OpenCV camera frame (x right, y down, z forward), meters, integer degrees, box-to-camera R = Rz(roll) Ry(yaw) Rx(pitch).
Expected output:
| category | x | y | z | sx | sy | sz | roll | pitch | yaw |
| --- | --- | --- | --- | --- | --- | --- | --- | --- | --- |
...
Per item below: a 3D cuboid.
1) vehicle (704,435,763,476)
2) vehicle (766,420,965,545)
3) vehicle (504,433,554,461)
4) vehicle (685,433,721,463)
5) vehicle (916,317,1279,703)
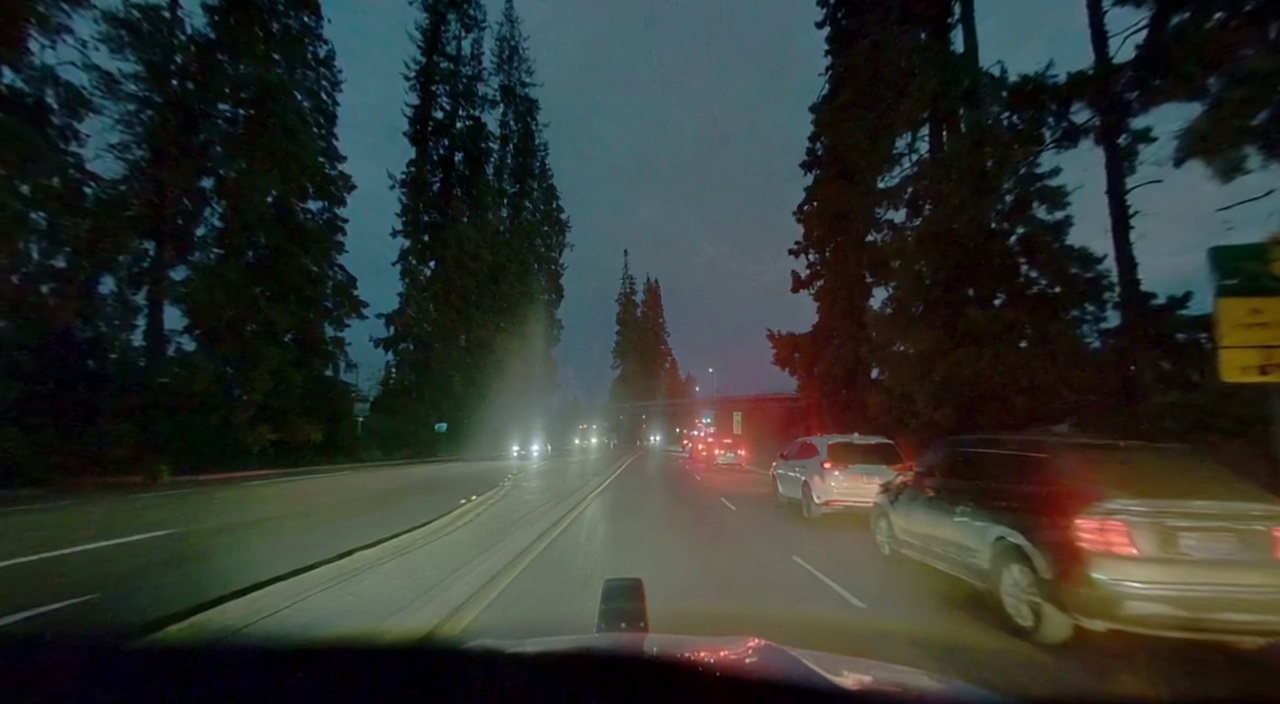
| category | x | y | z | sx | sy | sz | roll | pitch | yaw |
| --- | --- | --- | --- | --- | --- | --- | --- | --- | --- |
| vehicle | 4.066 | 4.573 | 28.142 | 1.972 | 1.682 | 4.397 | 0 | -8 | 0 |
| vehicle | 3.526 | 2.104 | 10.824 | 1.868 | 1.694 | 4.184 | 0 | -8 | 0 |
| vehicle | -6.193 | 5.382 | 35.675 | 1.846 | 1.498 | 3.886 | -1 | -8 | 4 |
| vehicle | 4.103 | 6.337 | 41.689 | 1.985 | 1.895 | 4.496 | 0 | -8 | 1 |
| vehicle | 3.309 | 0.849 | 2.807 | 1.986 | 1.776 | 4.822 | 0 | -8 | 1 |
